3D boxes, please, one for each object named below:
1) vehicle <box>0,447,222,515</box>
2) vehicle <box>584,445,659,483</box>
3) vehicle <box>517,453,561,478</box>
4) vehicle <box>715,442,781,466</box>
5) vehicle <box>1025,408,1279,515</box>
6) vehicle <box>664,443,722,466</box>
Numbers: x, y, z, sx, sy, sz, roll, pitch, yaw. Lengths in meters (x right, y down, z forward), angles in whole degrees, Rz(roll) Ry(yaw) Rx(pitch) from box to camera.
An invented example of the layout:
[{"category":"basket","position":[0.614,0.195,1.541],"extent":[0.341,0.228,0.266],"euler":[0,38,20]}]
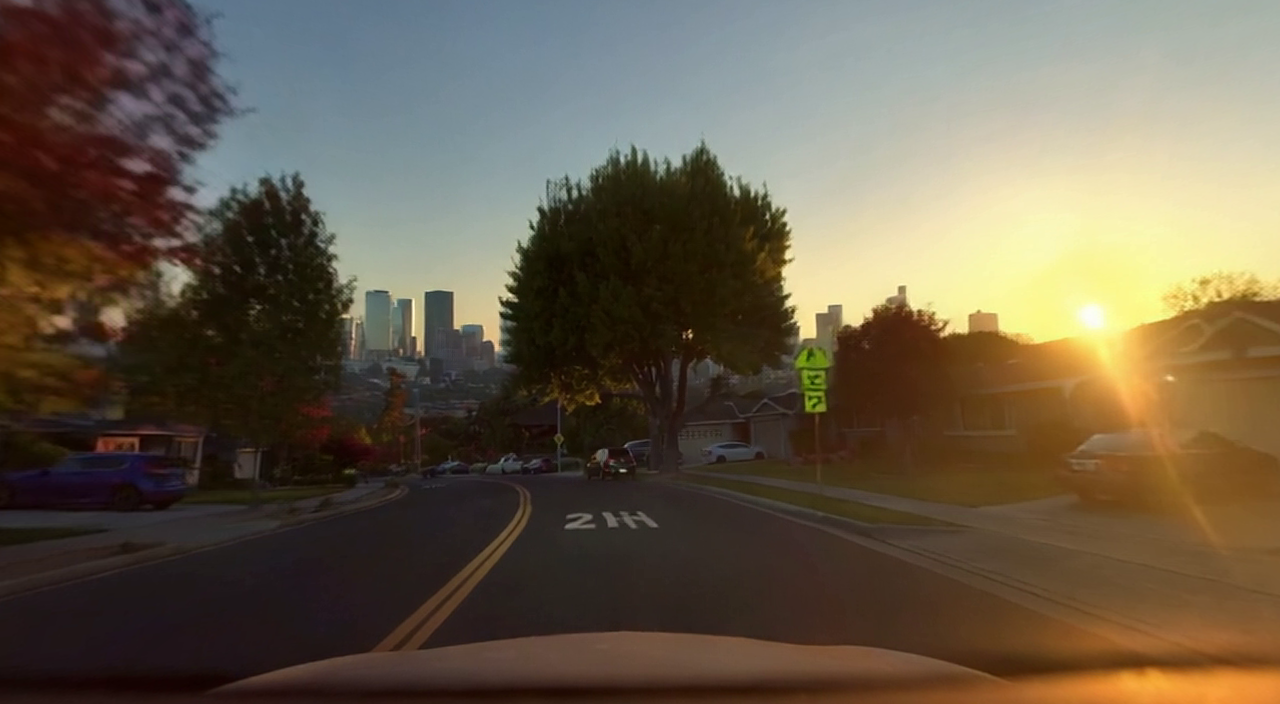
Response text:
[{"category":"vehicle","position":[-14.242,3.375,16.899],"extent":[4.664,1.580,1.973],"euler":[3,-9,-20]},{"category":"vehicle","position":[-0.967,4.950,28.199],"extent":[2.181,1.494,5.023],"euler":[2,-9,-16]},{"category":"vehicle","position":[-7.451,8.248,46.222],"extent":[1.965,1.663,4.744],"euler":[3,-9,-24]},{"category":"vehicle","position":[7.124,6.645,41.363],"extent":[4.253,1.458,1.900],"euler":[6,-11,-39]},{"category":"vehicle","position":[9.652,1.904,11.480],"extent":[4.284,1.522,1.893],"euler":[-1,-8,-14]},{"category":"vehicle","position":[3.861,7.330,45.347],"extent":[4.157,1.431,1.753],"euler":[4,-9,-43]}]
